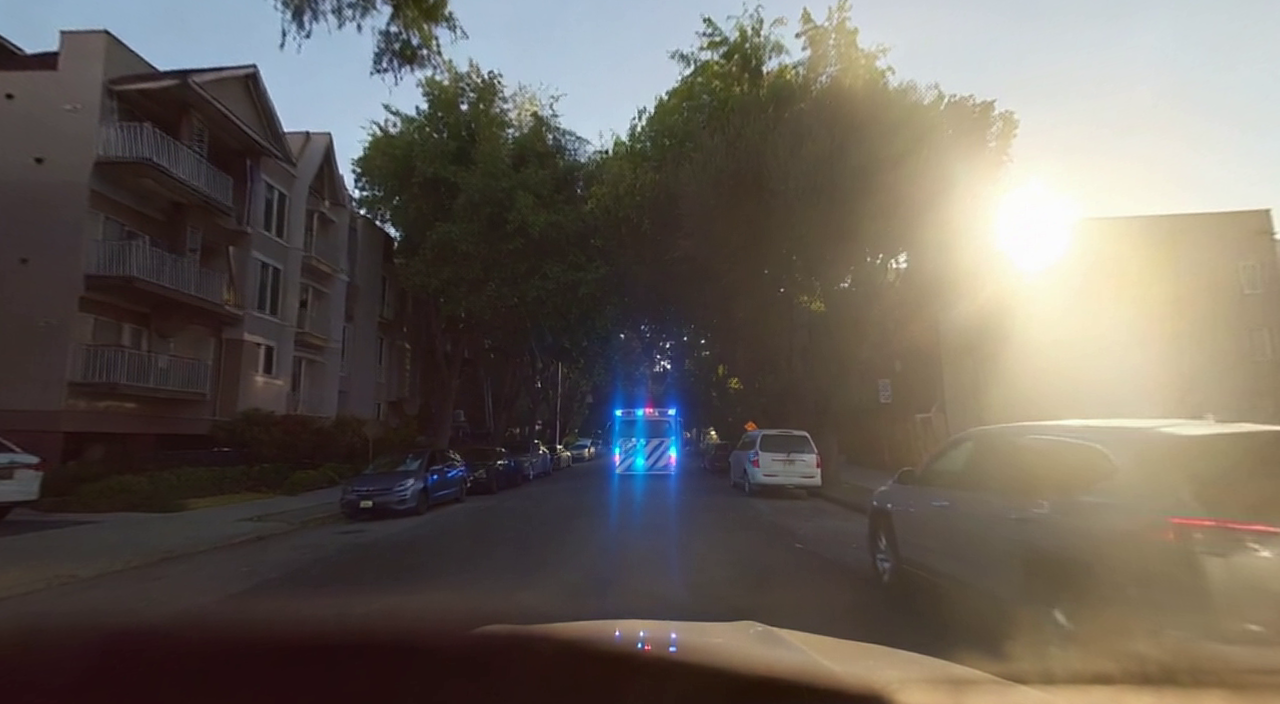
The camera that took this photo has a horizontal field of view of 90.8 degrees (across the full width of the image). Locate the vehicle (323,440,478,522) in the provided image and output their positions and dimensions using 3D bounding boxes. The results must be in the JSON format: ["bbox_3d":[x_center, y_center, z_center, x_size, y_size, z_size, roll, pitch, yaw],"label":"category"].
[{"bbox_3d":[-5.409,2.919,15.031,1.967,1.492,4.781,-4,-8,-2],"label":"vehicle"}]

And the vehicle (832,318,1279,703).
[{"bbox_3d":[3.325,1.146,4.820,2.152,1.868,4.976,0,-8,0],"label":"vehicle"}]

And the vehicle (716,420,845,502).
[{"bbox_3d":[3.560,2.898,17.309,2.232,1.860,5.593,0,-8,0],"label":"vehicle"}]

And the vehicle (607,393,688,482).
[{"bbox_3d":[0.198,3.472,25.519,2.754,3.008,7.730,0,-8,-1],"label":"vehicle"}]
